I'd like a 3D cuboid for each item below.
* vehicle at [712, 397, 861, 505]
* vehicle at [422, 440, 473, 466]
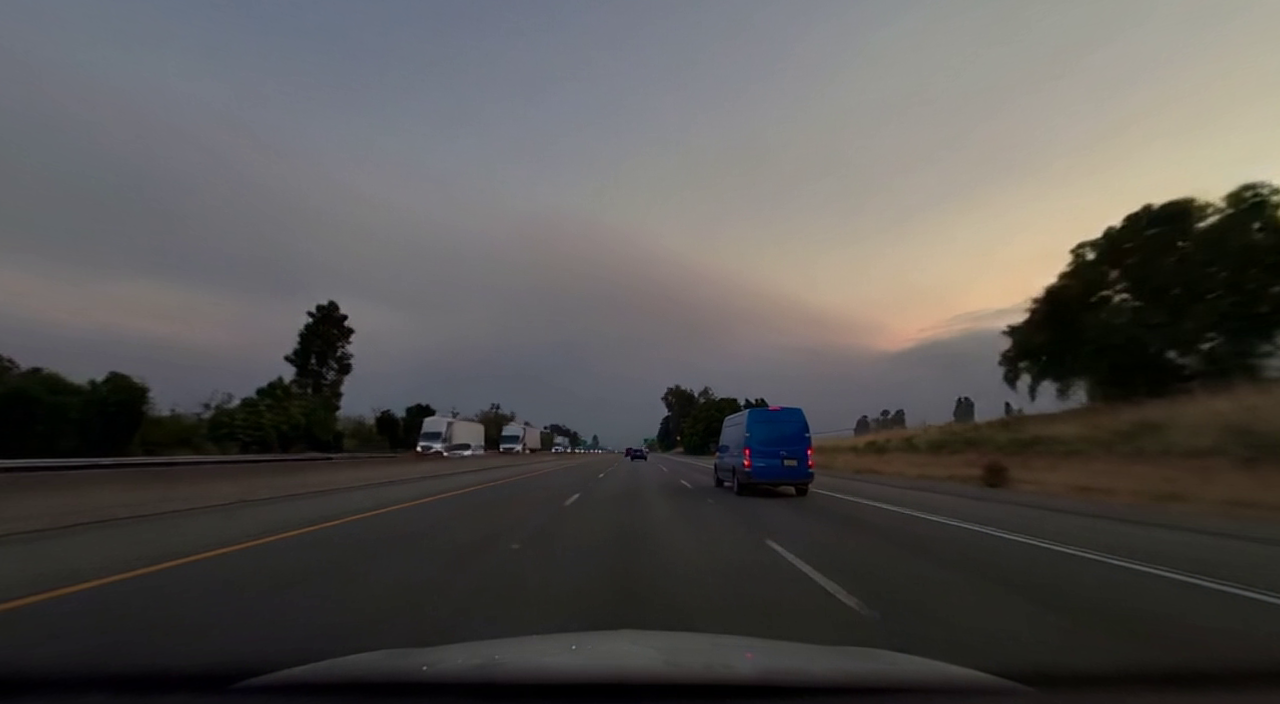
[{"bbox_3d":[3.844,2.845,18.286,2.552,2.524,6.630,0,-9,-1],"label":"vehicle"},{"bbox_3d":[-12.160,6.418,40.175,1.838,1.498,4.378,0,-9,1],"label":"vehicle"}]
